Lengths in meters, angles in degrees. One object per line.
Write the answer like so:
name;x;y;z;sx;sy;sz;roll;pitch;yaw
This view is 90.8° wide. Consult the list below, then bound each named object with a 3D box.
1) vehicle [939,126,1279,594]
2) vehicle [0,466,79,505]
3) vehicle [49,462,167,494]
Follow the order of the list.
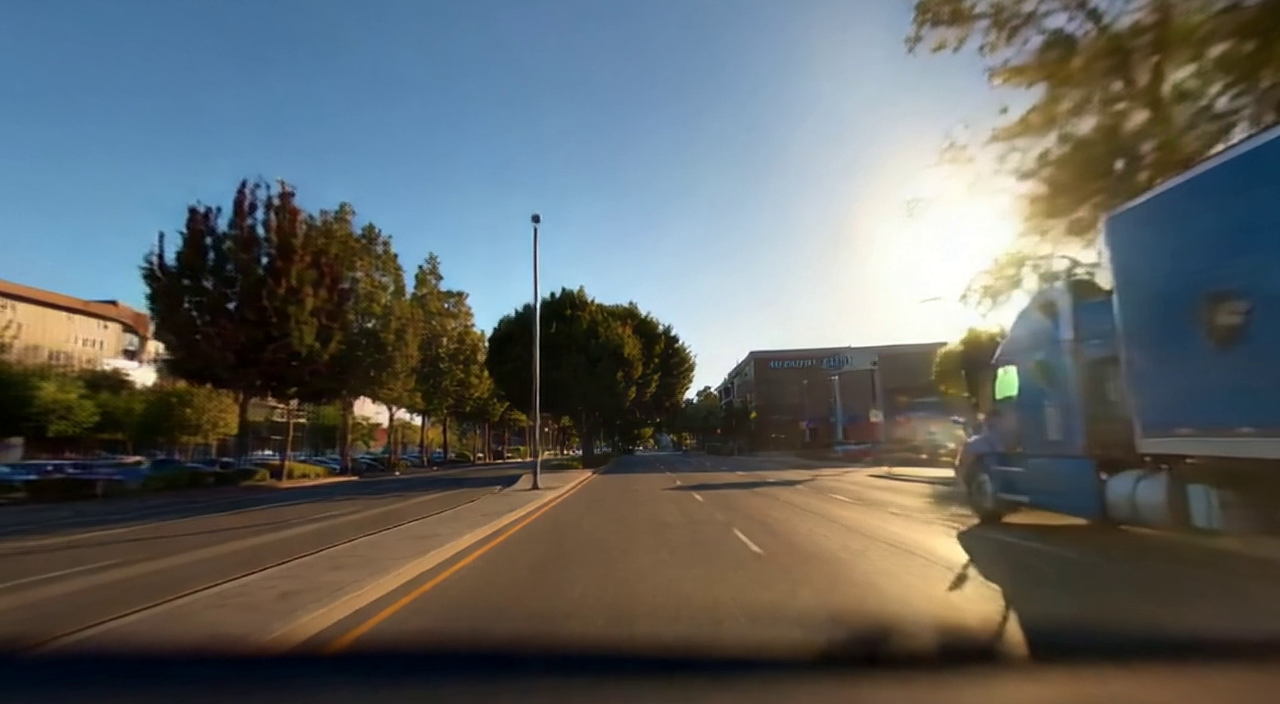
vehicle;6.806;0.029;4.966;3.120;3.794;11.510;0;-9;-1
vehicle;-28.522;6.089;28.855;4.164;1.577;2.021;7;-11;-40
vehicle;-27.976;6.589;33.333;4.576;1.426;1.886;7;-11;-42
